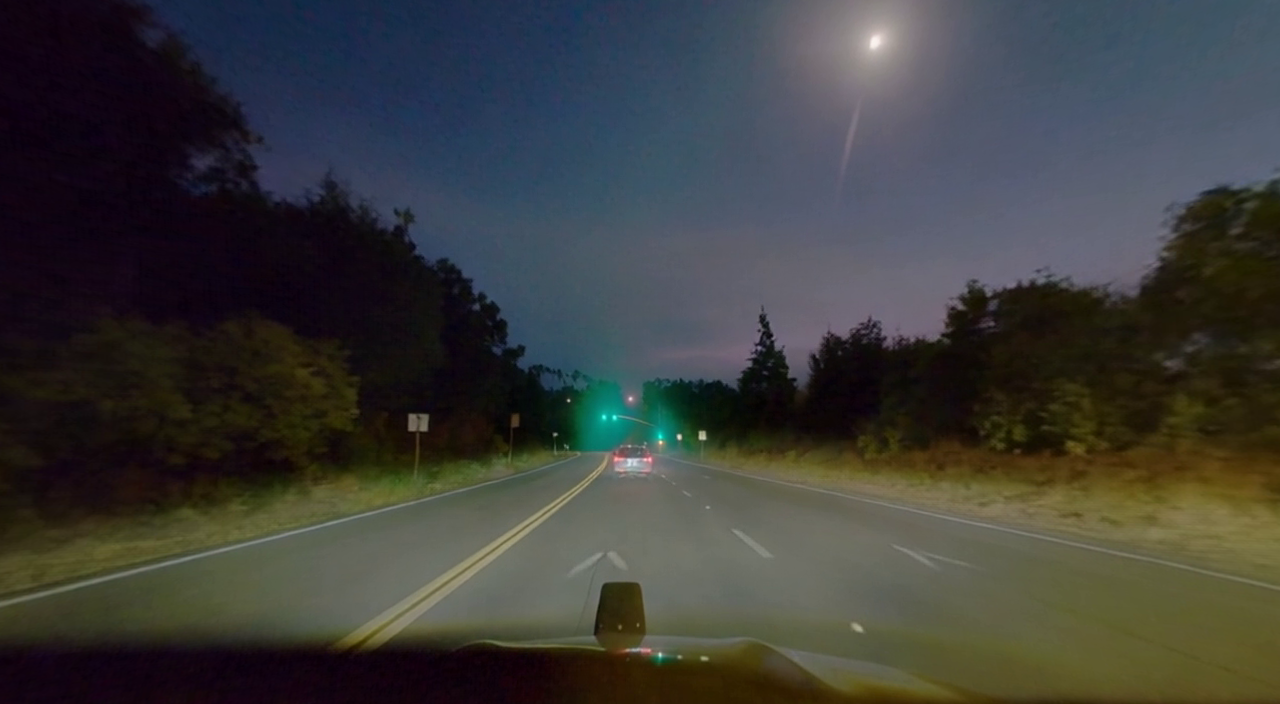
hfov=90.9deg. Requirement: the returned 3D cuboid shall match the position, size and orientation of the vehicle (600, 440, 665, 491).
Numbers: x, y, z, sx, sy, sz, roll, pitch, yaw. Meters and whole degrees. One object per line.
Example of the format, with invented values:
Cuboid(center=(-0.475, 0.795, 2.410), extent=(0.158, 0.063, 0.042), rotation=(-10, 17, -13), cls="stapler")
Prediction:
Cuboid(center=(-0.284, 3.896, 21.846), extent=(2.037, 1.601, 3.643), rotation=(0, -9, -1), cls="vehicle")
